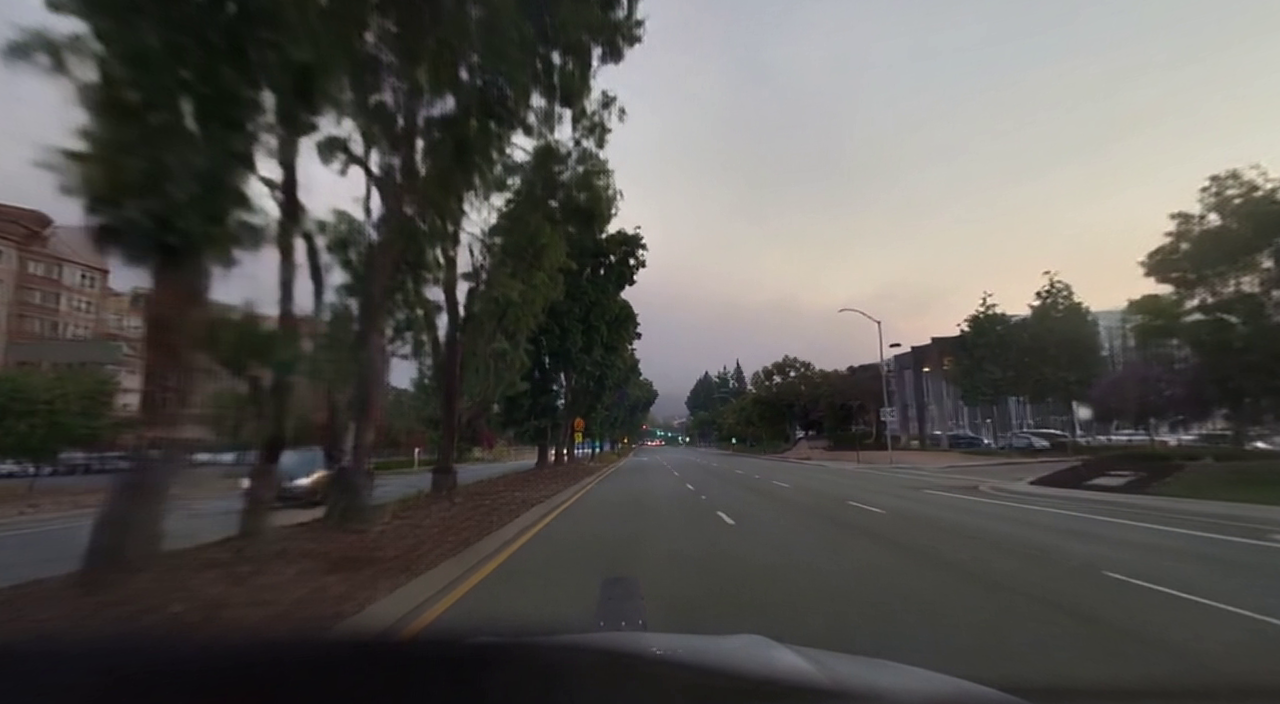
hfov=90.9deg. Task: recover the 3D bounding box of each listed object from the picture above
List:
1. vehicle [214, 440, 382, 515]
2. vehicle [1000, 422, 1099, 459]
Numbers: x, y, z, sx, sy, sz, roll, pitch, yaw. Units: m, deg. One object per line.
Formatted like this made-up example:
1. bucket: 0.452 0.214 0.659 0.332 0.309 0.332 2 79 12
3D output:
1. vehicle: -8.526 3.114 16.278 1.948 1.647 4.275 0 -8 0
2. vehicle: 27.899 6.097 43.296 2.186 2.298 5.989 1 -8 -7
